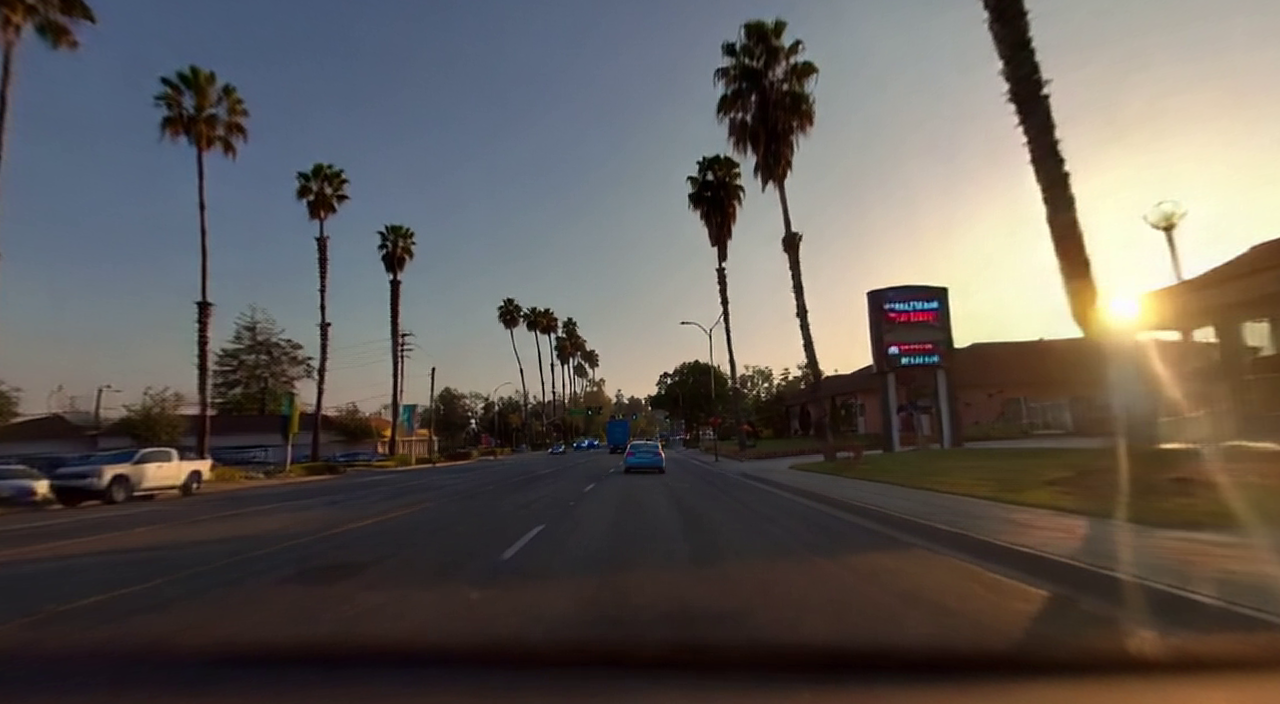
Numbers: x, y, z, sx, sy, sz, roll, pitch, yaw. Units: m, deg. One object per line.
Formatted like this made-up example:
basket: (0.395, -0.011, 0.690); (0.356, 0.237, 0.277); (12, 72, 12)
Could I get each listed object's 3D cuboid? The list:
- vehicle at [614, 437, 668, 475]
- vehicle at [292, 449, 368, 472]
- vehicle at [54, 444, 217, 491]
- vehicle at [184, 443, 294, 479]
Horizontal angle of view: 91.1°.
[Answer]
vehicle: (0.056, 4.447, 27.066); (2.144, 1.514, 4.063); (0, -9, 0)
vehicle: (-21.185, 7.419, 43.105); (4.440, 1.498, 2.001); (3, -9, -20)
vehicle: (-21.317, 4.879, 26.705); (4.979, 1.893, 2.084); (0, -9, -2)
vehicle: (-21.767, 5.918, 34.186); (4.536, 1.838, 2.042); (0, -9, 2)
